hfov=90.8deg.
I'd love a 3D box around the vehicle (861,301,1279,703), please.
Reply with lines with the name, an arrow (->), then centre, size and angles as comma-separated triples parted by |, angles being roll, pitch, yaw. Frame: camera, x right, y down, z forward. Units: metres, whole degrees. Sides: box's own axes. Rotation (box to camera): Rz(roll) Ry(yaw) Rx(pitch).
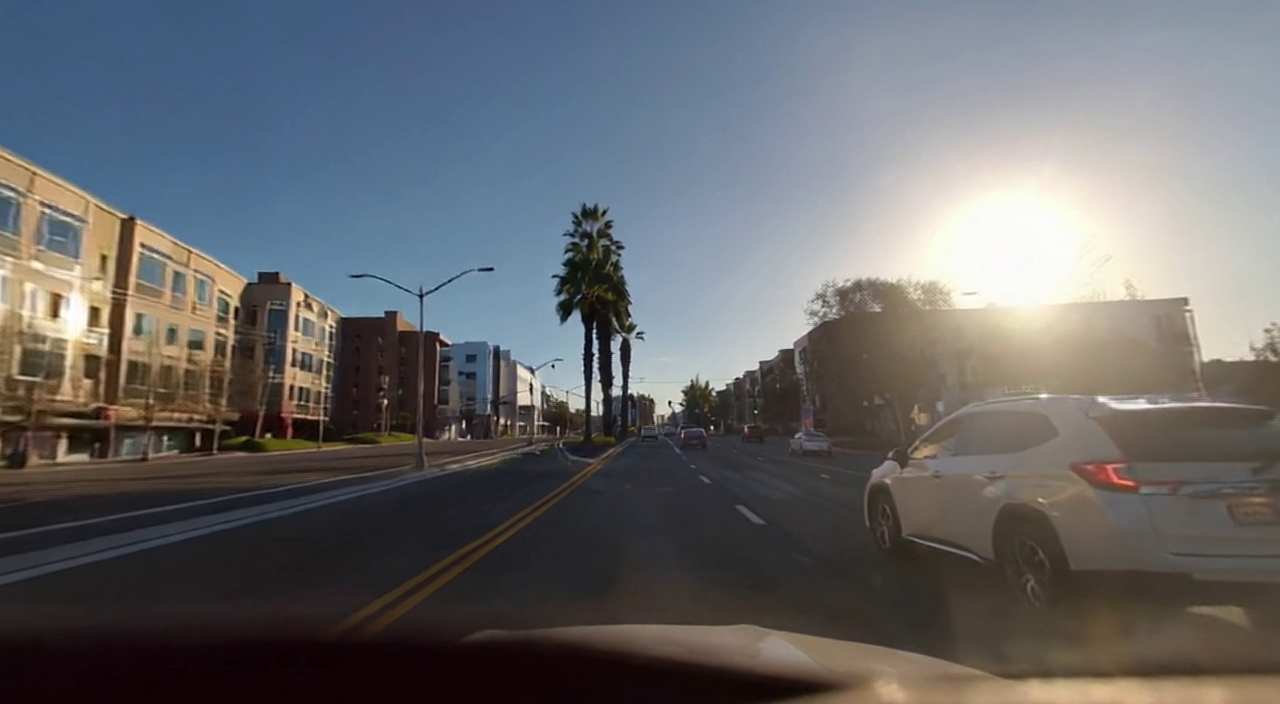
vehicle -> 3.589, 0.999, 4.530 | 2.219, 1.795, 4.718 | 0, -8, -1

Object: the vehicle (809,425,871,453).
vehicle -> 11.411, 5.019, 36.339 | 1.871, 1.465, 4.395 | 0, -8, -4
